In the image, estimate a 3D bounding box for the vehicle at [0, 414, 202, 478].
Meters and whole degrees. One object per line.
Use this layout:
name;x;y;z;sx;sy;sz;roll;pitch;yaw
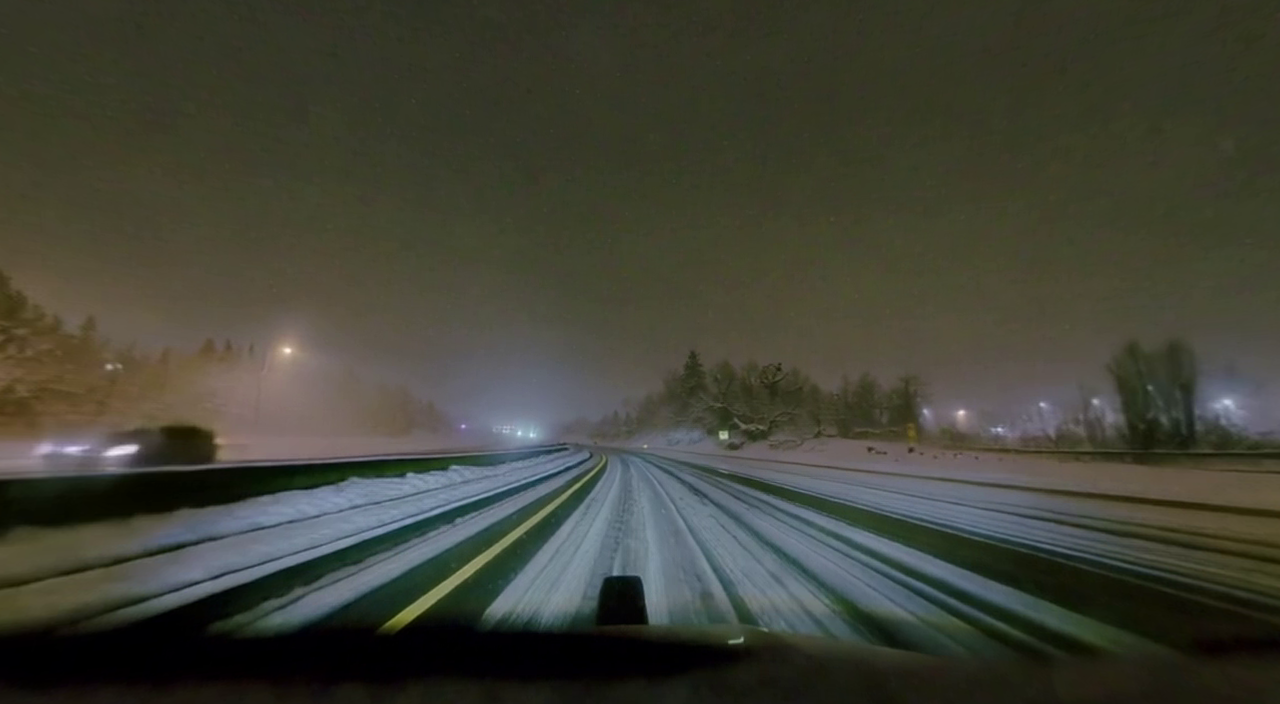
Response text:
vehicle;-16.008;2.853;19.163;2.065;1.686;4.572;0;-8;0
